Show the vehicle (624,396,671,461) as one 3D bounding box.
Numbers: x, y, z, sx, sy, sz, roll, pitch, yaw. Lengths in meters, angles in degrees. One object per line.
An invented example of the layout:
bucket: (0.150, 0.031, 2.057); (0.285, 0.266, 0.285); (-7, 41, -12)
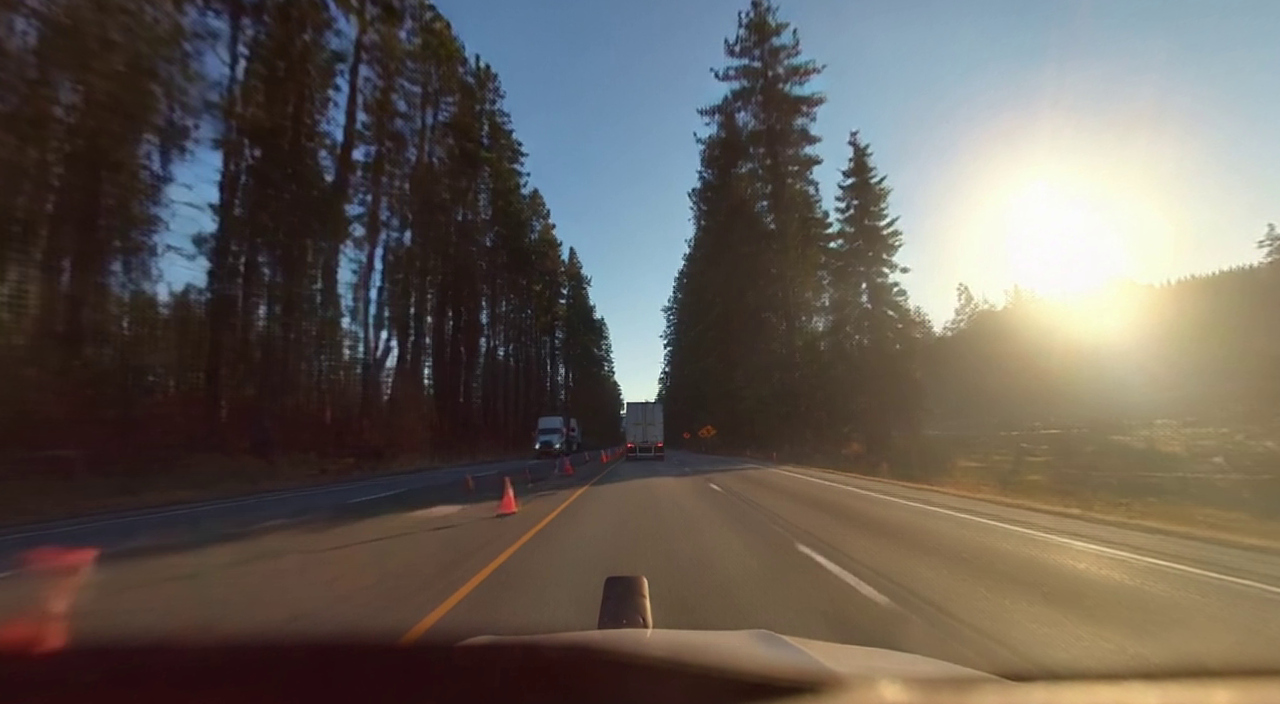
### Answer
vehicle: (0.311, 5.656, 45.526); (2.935, 4.068, 11.036); (0, -8, -2)
